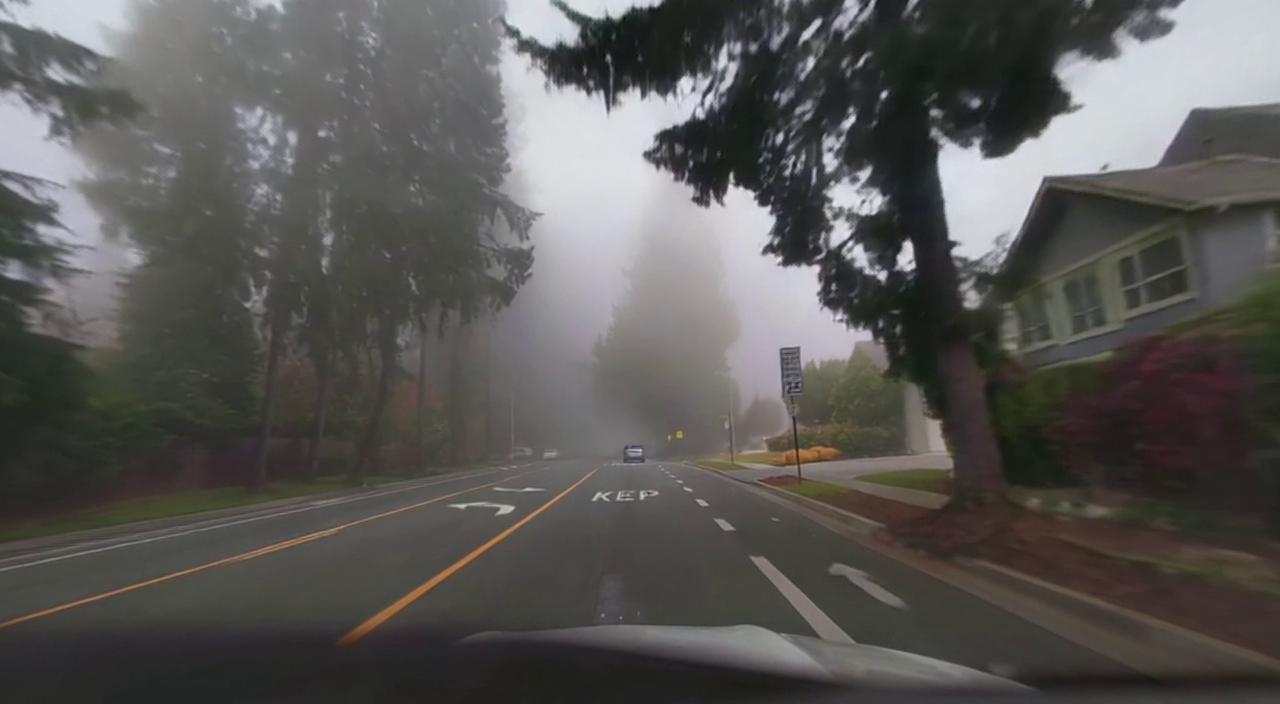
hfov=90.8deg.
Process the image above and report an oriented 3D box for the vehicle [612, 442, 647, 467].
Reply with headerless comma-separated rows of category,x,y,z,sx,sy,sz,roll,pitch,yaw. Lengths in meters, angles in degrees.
vehicle,-0.678,6.579,40.626,2.104,1.500,3.815,0,-9,-1
